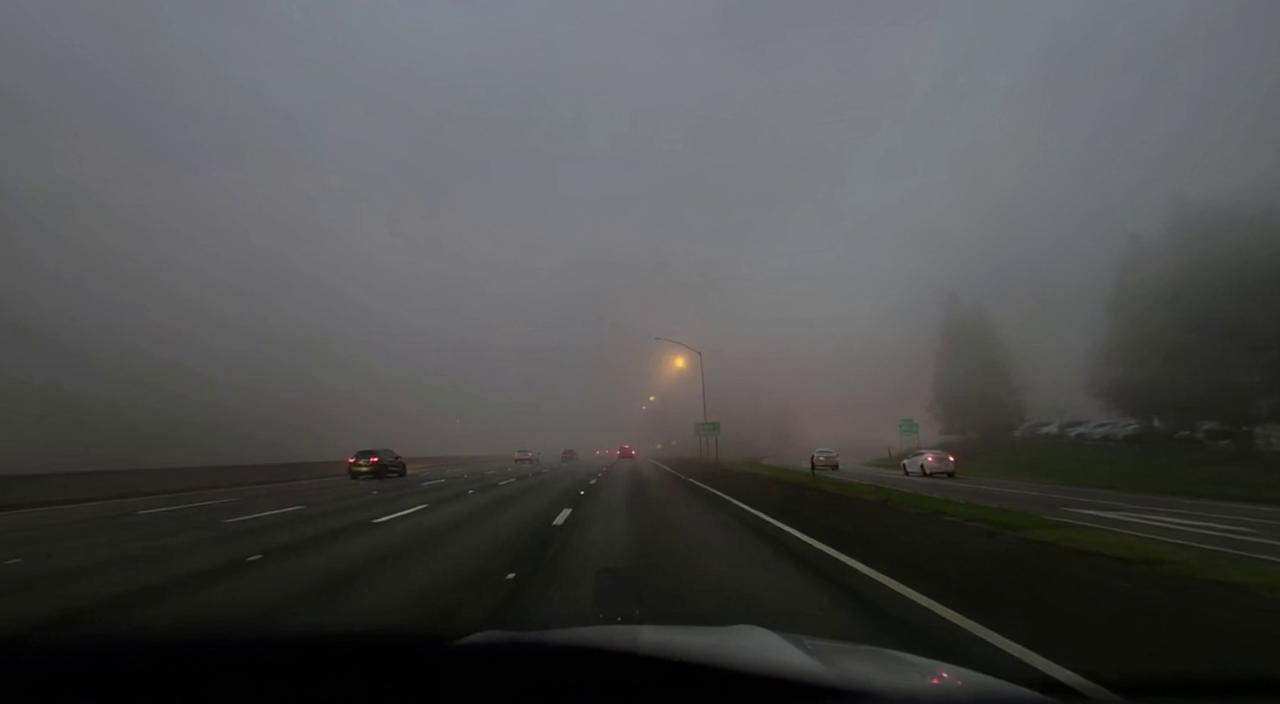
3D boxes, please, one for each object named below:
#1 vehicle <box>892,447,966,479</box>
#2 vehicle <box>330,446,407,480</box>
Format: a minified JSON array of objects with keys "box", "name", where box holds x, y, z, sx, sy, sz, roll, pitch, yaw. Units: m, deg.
[{"box":[17.119,6.569,37.776,2.172,1.778,5.085,0,-9,2],"name":"vehicle"},{"box":[-14.168,5.796,33.274,2.057,1.619,4.443,0,-9,-1],"name":"vehicle"}]
